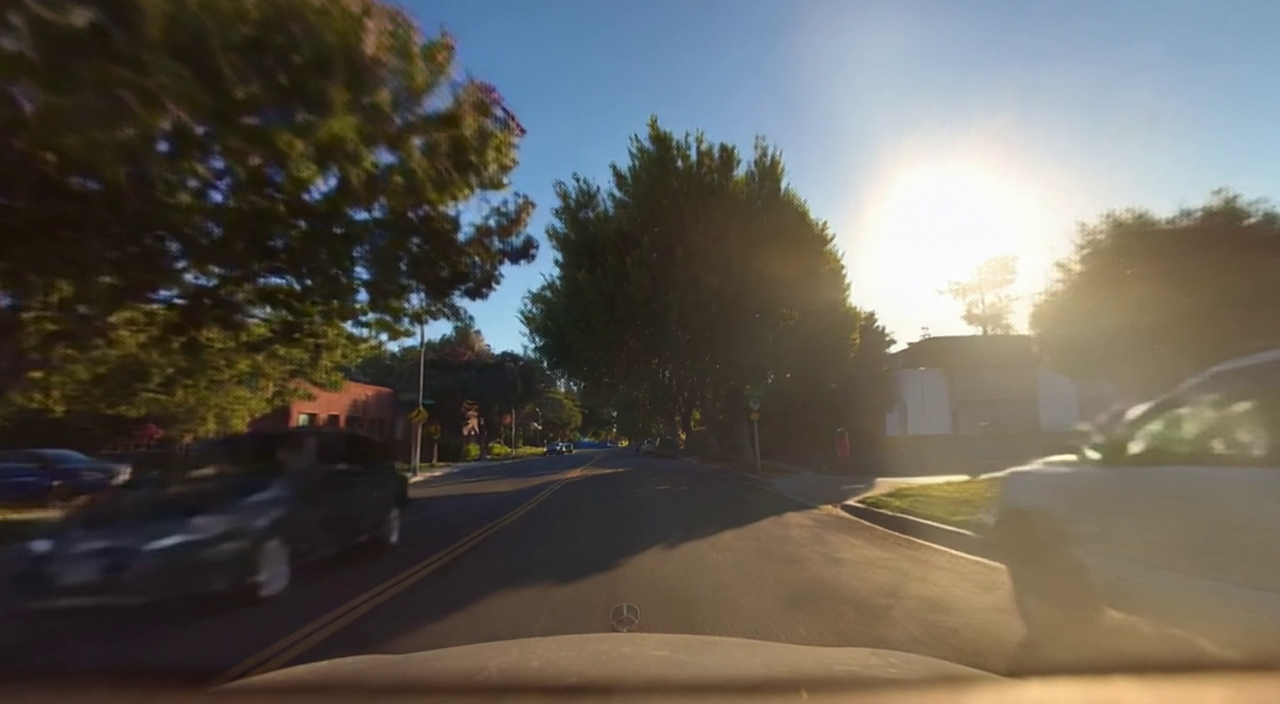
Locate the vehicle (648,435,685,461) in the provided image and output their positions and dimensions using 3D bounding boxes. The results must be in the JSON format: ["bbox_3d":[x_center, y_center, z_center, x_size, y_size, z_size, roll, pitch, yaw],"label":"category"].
[{"bbox_3d":[1.964,7.310,48.219,2.248,1.821,5.021,0,-8,-4],"label":"vehicle"}]

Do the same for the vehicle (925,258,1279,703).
[{"bbox_3d":[3.593,0.677,2.505,2.393,2.012,5.060,0,-8,-2],"label":"vehicle"}]

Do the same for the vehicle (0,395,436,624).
[{"bbox_3d":[-4.091,1.560,7.240,2.088,1.772,4.375,0,-8,-1],"label":"vehicle"}]
